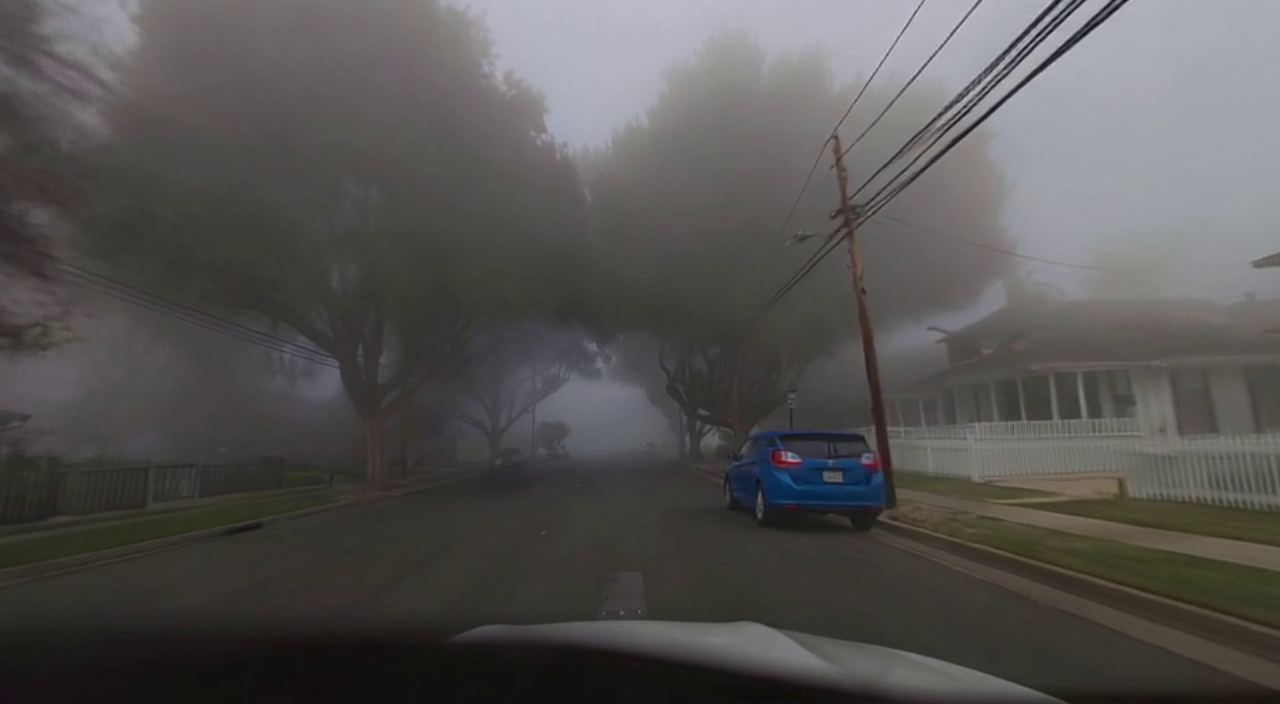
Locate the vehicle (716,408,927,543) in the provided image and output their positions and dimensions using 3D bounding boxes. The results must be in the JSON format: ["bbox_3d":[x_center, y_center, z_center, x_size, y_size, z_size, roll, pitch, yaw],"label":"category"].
[{"bbox_3d":[2.724,2.012,10.904,2.126,1.795,4.751,0,-9,-1],"label":"vehicle"}]

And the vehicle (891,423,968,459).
[{"bbox_3d":[22.237,6.895,48.708,4.736,2.604,2.339,0,-10,-1],"label":"vehicle"}]
